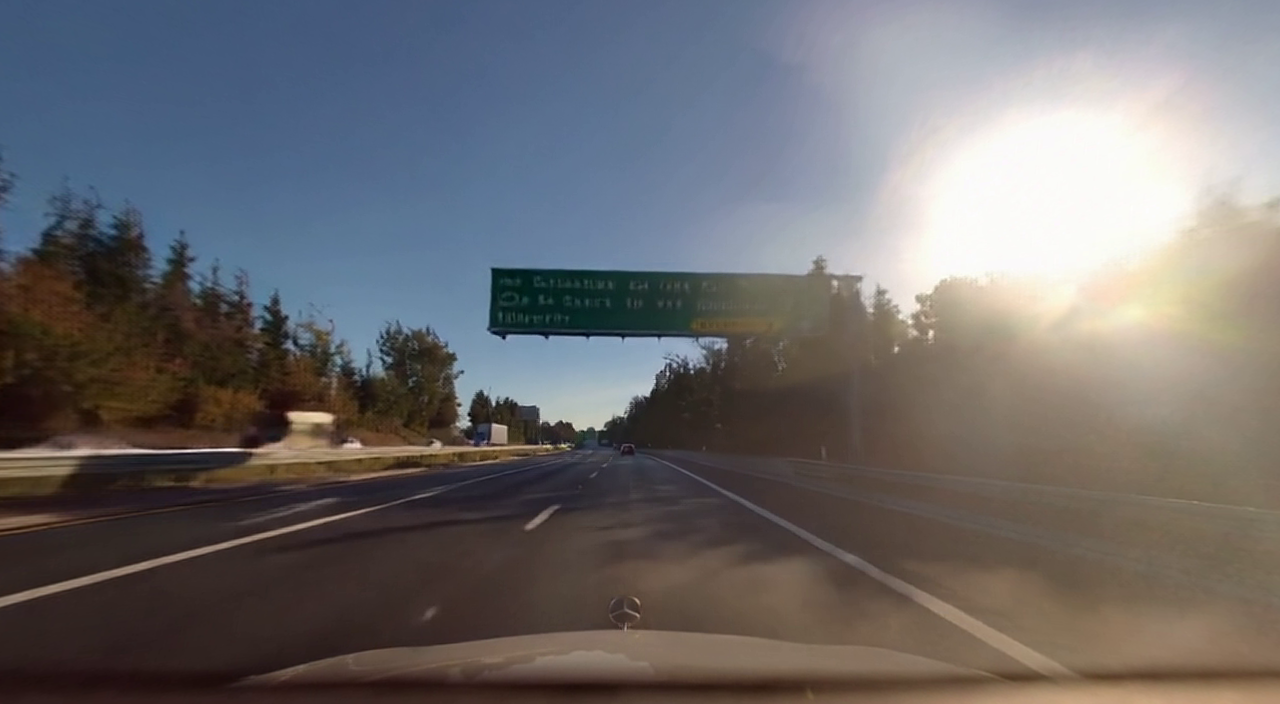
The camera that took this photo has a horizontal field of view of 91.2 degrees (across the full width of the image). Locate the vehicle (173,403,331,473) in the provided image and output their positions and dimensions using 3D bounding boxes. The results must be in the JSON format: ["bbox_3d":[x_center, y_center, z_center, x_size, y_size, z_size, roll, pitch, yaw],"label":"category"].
[{"bbox_3d":[-16.283,3.727,27.073,2.357,2.600,7.018,0,-8,-1],"label":"vehicle"}]
